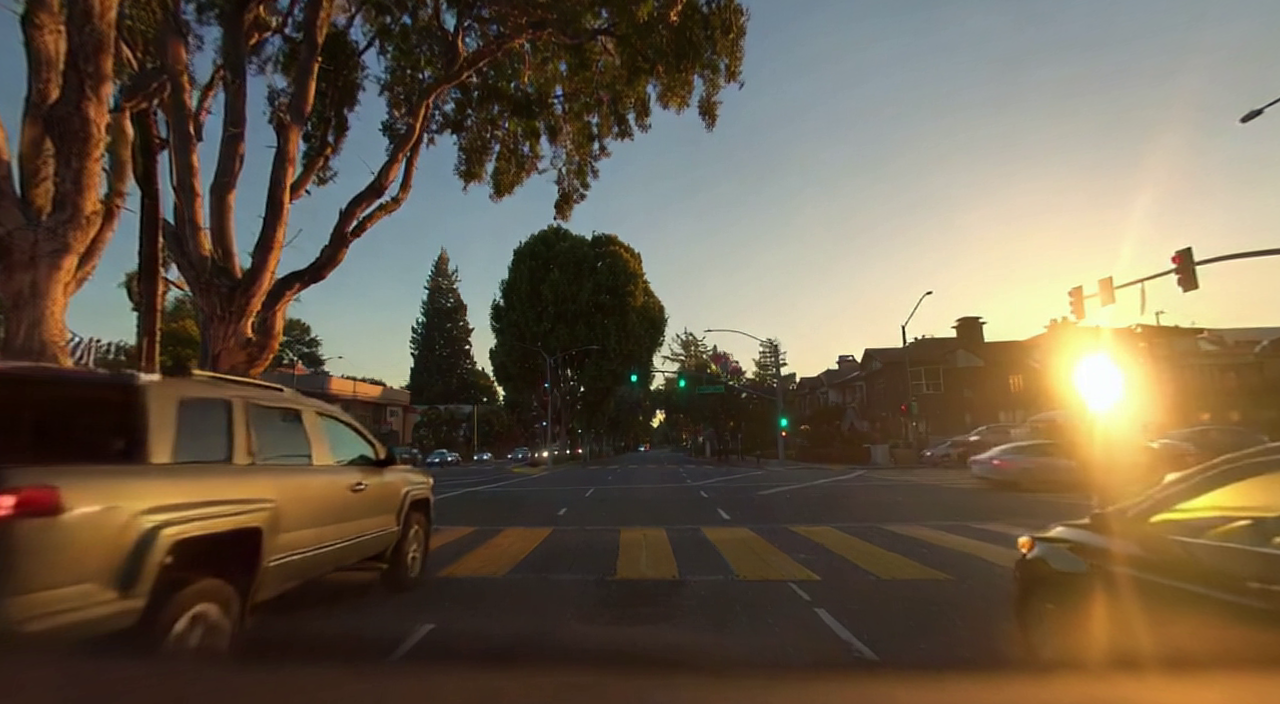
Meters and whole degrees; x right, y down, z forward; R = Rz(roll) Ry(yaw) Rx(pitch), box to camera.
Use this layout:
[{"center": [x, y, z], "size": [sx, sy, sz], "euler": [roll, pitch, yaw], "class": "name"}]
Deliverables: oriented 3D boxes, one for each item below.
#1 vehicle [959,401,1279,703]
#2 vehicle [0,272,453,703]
[{"center": [3.106, 0.869, 1.892], "size": [1.990, 1.454, 4.490], "euler": [0, -8, 1], "class": "vehicle"}, {"center": [-3.252, 1.020, 4.523], "size": [2.231, 1.898, 4.985], "euler": [0, -8, 0], "class": "vehicle"}]
